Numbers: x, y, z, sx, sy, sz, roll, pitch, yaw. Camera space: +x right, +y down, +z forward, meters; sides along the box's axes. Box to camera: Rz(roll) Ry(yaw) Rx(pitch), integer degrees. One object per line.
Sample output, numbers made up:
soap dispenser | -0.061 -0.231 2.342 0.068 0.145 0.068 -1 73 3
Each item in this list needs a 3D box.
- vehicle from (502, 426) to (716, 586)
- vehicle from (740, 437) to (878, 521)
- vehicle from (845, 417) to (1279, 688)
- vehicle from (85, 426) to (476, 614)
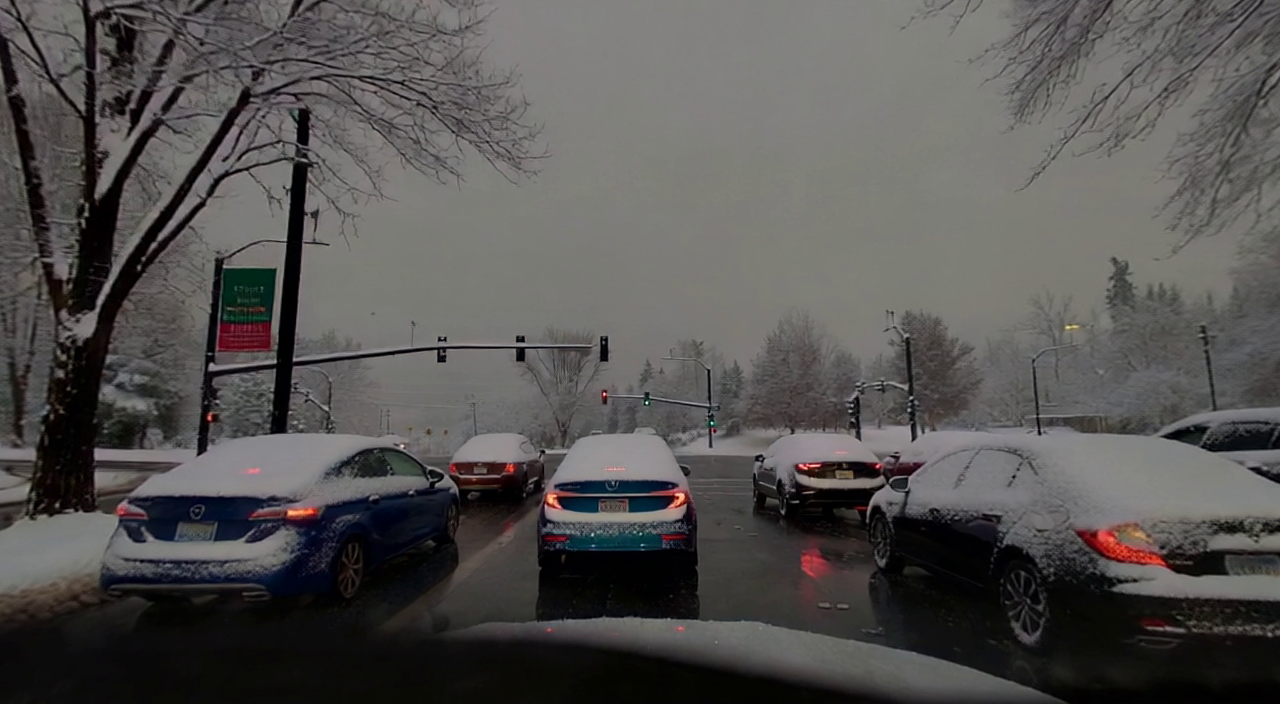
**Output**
vehicle | -0.315 1.724 7.819 1.994 1.479 3.647 0 -9 -1
vehicle | 3.396 2.612 13.497 1.852 1.498 3.825 0 -9 -1
vehicle | 3.596 1.438 5.762 1.953 1.471 4.470 0 -9 0
vehicle | -3.370 1.633 7.091 1.929 1.457 4.136 0 -9 0
